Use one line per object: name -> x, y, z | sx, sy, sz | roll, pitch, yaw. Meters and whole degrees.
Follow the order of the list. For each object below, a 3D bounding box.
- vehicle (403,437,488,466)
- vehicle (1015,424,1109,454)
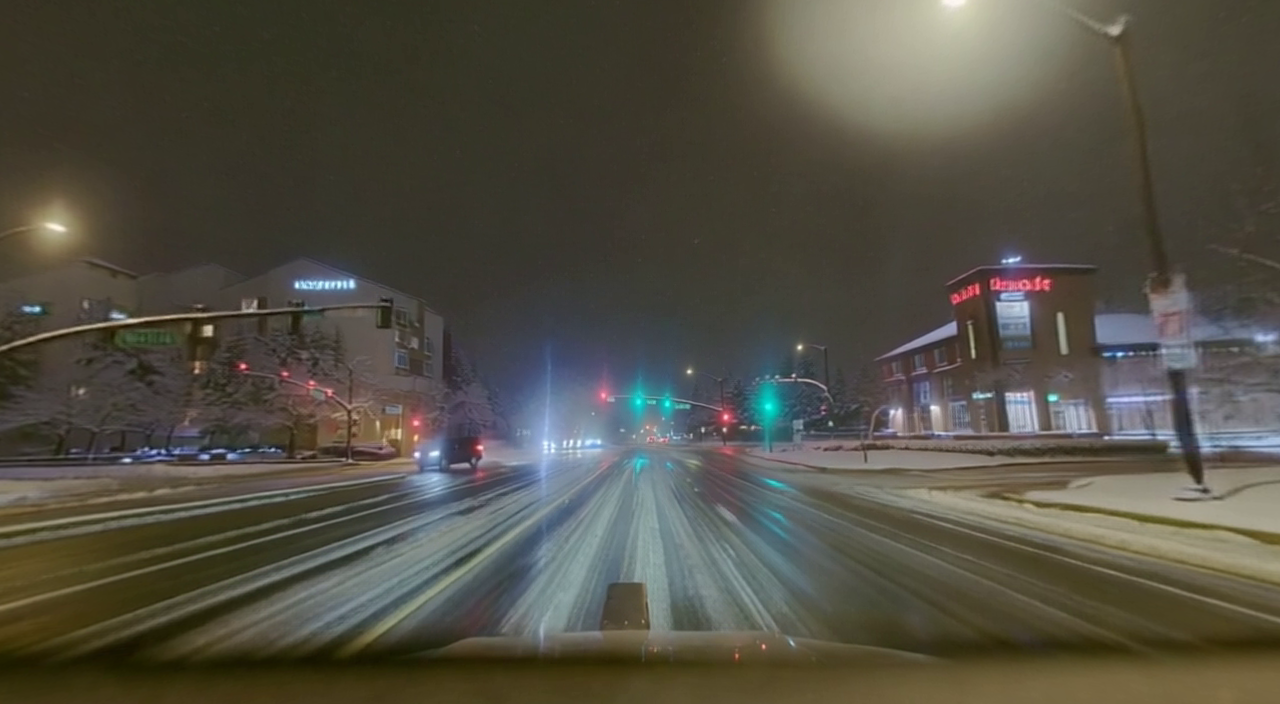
vehicle -> -12.921, 6.627, 42.089 | 4.938, 1.863, 2.162 | -1, -8, 4
vehicle -> 22.372, 4.617, 33.385 | 4.694, 1.481, 1.884 | 4, -9, -26
